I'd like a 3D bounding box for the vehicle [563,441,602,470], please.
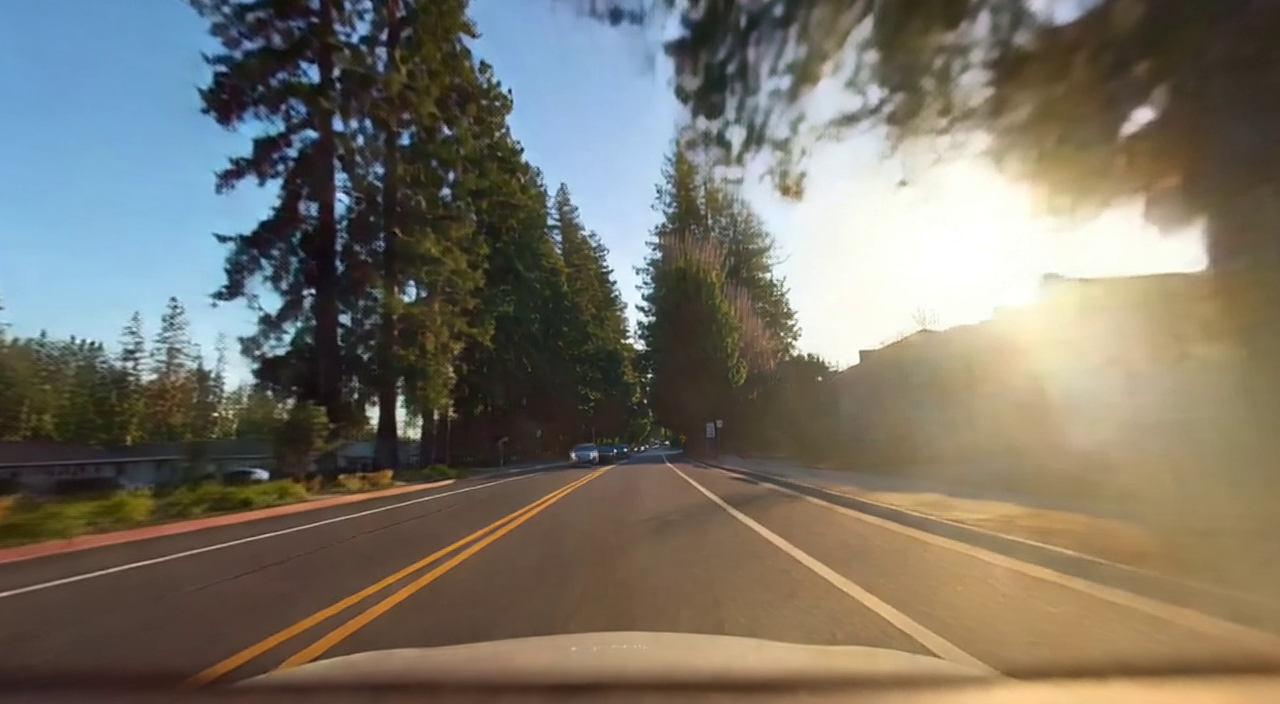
[{"bbox_3d":[-3.703,6.694,41.174,1.984,1.705,4.346,-1,-8,2],"label":"vehicle"}]
